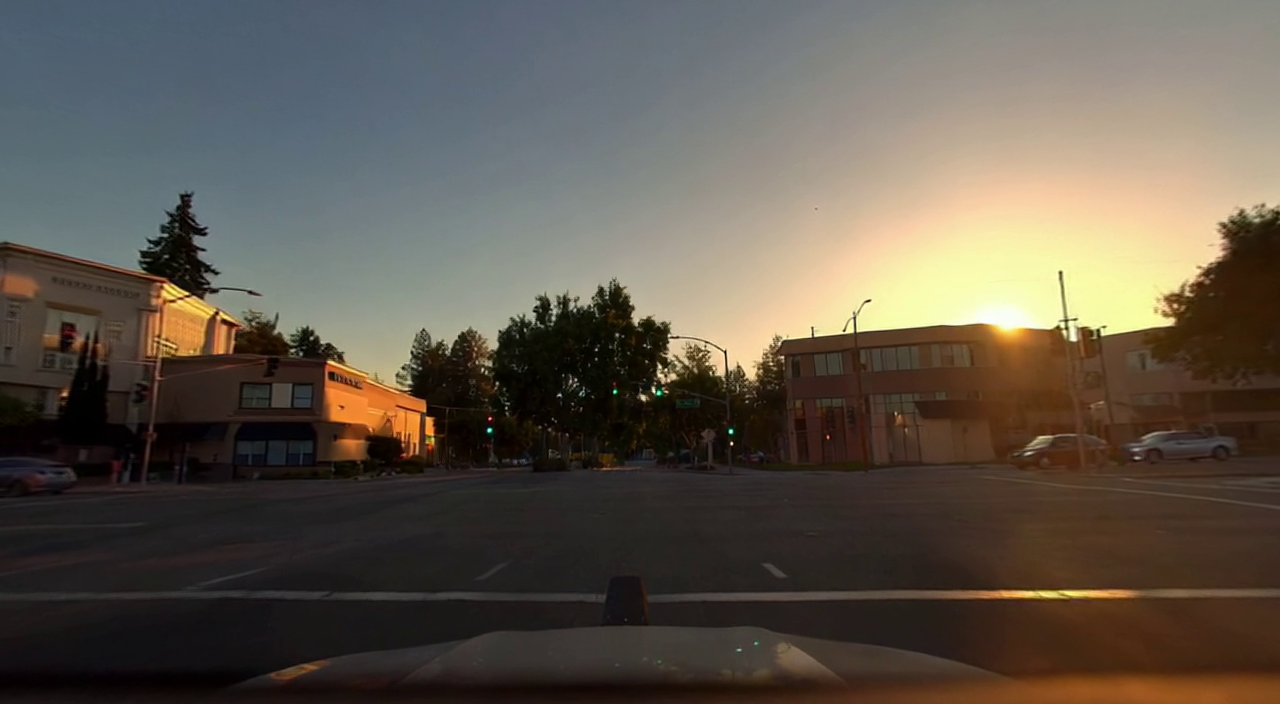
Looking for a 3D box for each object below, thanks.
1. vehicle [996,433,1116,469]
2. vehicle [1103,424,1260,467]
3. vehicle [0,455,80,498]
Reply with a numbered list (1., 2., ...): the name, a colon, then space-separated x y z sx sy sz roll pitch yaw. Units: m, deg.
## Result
1. vehicle: 20.433 4.880 31.129 4.483 1.691 1.949 0 -9 1
2. vehicle: 21.109 3.659 24.732 4.288 1.600 1.927 0 -9 1
3. vehicle: -25.237 4.876 24.958 4.332 1.573 1.900 0 -9 3
